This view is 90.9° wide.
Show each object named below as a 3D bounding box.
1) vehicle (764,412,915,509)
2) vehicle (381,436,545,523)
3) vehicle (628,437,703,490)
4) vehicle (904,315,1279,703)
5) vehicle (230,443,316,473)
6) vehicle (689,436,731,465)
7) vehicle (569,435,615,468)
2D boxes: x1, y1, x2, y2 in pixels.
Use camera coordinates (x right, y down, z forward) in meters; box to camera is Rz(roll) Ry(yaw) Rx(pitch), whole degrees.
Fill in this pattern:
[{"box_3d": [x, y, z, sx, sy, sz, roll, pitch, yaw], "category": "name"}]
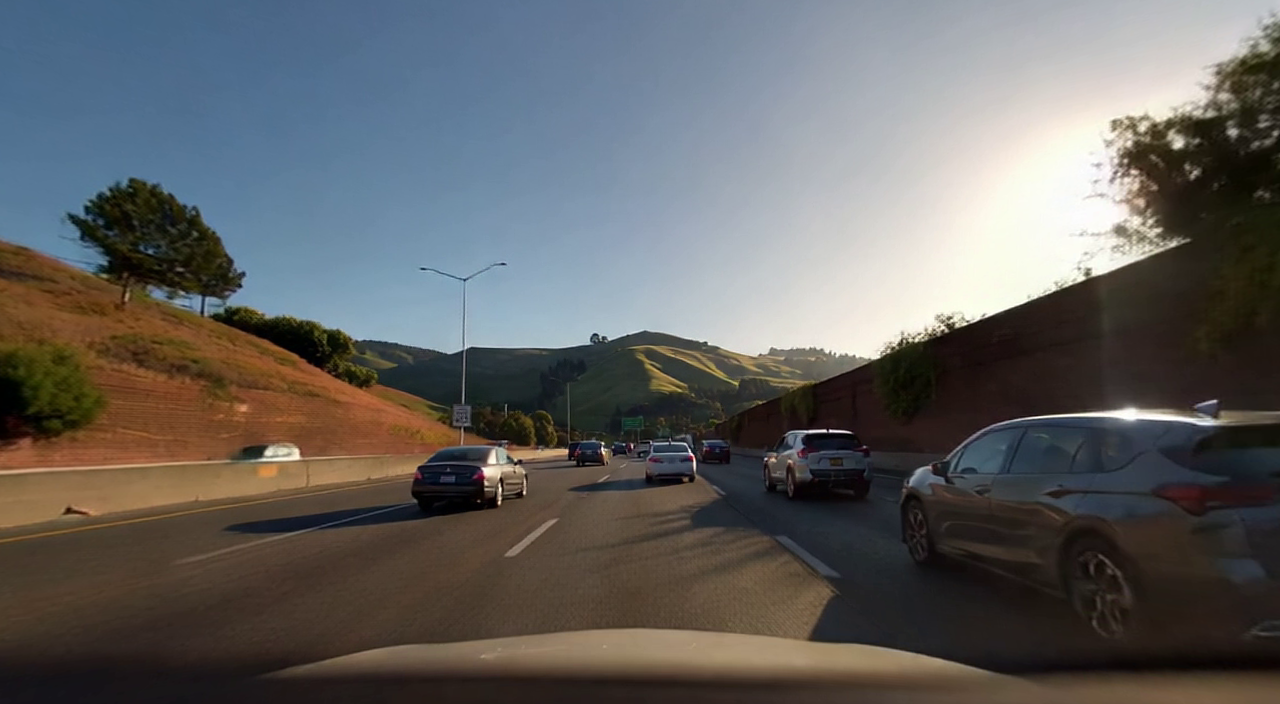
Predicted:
[{"box_3d": [4.348, 2.444, 14.657, 1.970, 1.872, 4.575, 0, -8, 0], "category": "vehicle"}, {"box_3d": [-3.321, 2.465, 12.858, 1.961, 1.456, 4.362, 0, -8, 1], "category": "vehicle"}, {"box_3d": [0.688, 3.402, 19.677, 2.105, 1.471, 3.978, 0, -8, -1], "category": "vehicle"}, {"box_3d": [3.768, 1.005, 4.429, 1.930, 1.831, 4.344, 0, -8, 0], "category": "vehicle"}, {"box_3d": [-21.592, 6.236, 37.389, 2.044, 1.674, 4.991, 0, -8, 0], "category": "vehicle"}, {"box_3d": [3.897, 5.545, 35.582, 1.855, 1.513, 3.915, 0, -8, -1], "category": "vehicle"}, {"box_3d": [-2.716, 5.824, 37.193, 2.154, 1.793, 4.736, 0, -8, 2], "category": "vehicle"}]
